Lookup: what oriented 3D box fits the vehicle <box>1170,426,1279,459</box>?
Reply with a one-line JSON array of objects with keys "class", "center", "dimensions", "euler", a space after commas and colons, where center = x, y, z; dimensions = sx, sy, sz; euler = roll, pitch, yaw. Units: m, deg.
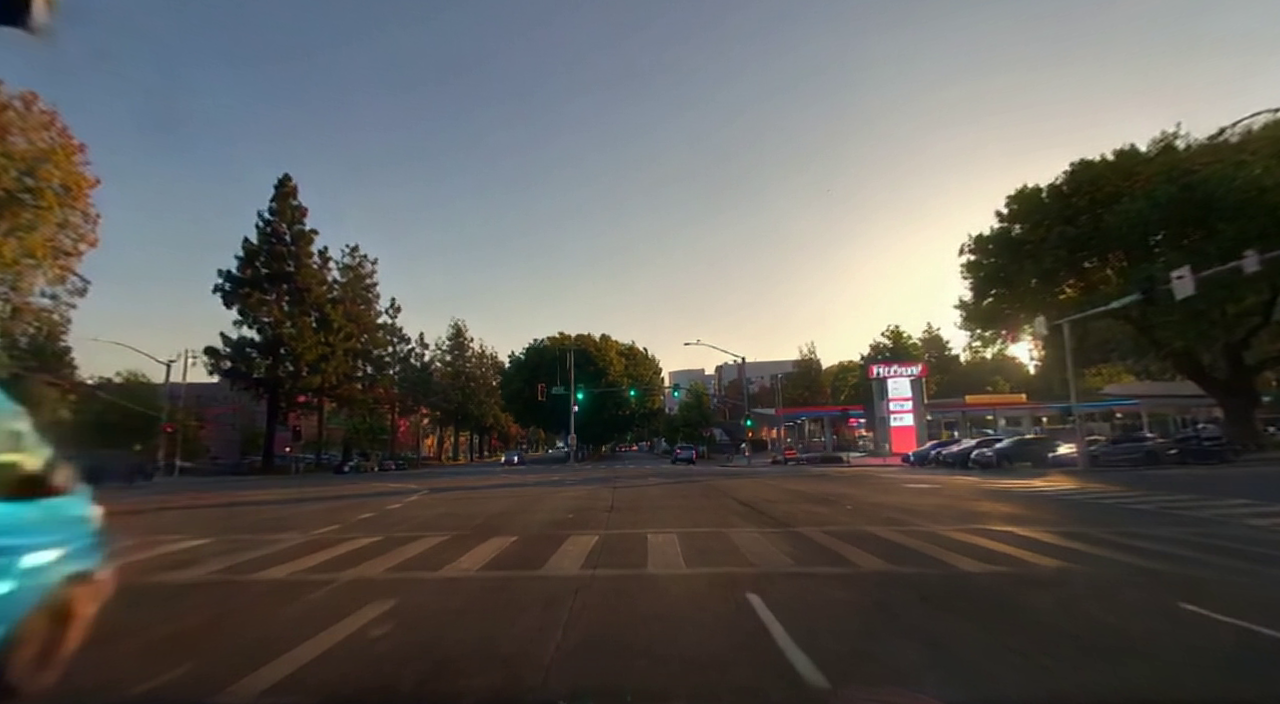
[{"class": "vehicle", "center": [29.442, 4.458, 31.161], "dimensions": [4.768, 1.525, 1.919], "euler": [0, -8, 0]}]

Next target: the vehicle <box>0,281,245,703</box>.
[{"class": "vehicle", "center": [-3.776, 0.564, 1.585], "dimensions": [2.206, 2.007, 5.190], "euler": [0, -8, 0]}]

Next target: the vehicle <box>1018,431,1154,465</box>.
[{"class": "vehicle", "center": [20.158, 4.377, 28.727], "dimensions": [4.615, 1.474, 2.004], "euler": [0, -8, 0]}]

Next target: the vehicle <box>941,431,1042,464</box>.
[{"class": "vehicle", "center": [19.424, 5.305, 35.032], "dimensions": [4.364, 1.737, 1.967], "euler": [0, -8, 0]}]
